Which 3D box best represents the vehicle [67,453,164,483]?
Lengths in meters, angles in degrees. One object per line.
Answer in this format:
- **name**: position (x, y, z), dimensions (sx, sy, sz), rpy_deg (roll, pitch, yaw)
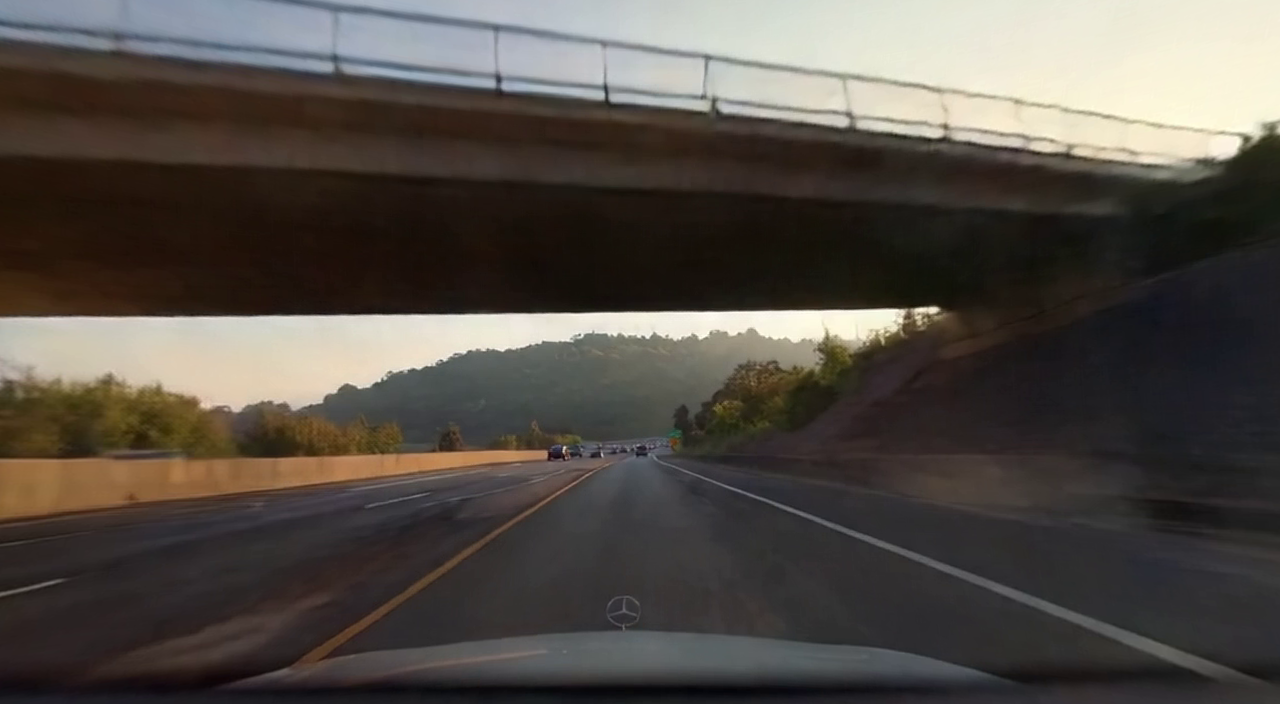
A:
- **vehicle**: position (-25.591, 5.670, 30.911), dimensions (1.599, 1.361, 3.494), rpy_deg (-1, -9, 4)
